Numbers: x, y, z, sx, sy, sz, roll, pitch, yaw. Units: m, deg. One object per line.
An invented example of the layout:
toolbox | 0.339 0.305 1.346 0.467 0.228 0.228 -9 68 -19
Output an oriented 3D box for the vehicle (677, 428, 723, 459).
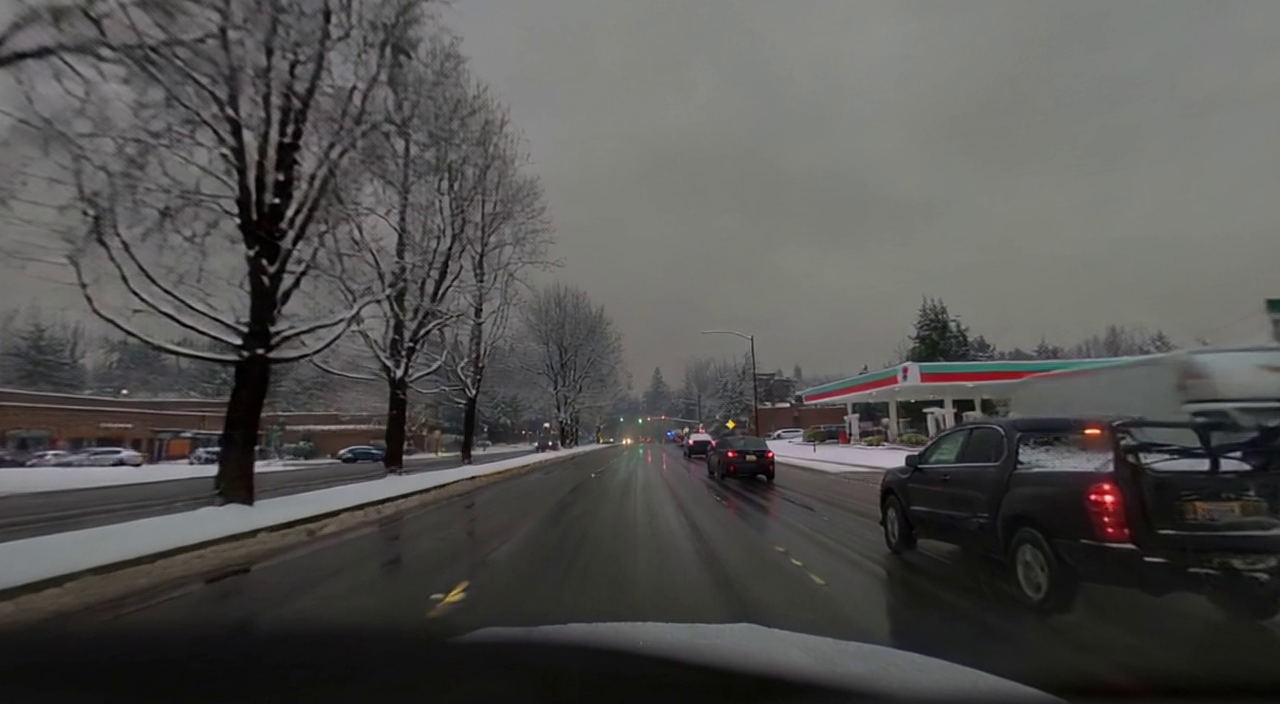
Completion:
vehicle | 3.952 6.222 42.826 2.611 1.983 5.165 0 -8 0

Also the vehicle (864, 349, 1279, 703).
vehicle | 3.614 1.163 4.935 1.875 1.665 4.931 0 -8 0

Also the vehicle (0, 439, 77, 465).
vehicle | -37.160 6.140 38.900 2.003 1.531 4.062 3 -9 -19

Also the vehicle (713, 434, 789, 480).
vehicle | 3.730 3.602 21.895 1.871 1.442 4.122 0 -8 0
